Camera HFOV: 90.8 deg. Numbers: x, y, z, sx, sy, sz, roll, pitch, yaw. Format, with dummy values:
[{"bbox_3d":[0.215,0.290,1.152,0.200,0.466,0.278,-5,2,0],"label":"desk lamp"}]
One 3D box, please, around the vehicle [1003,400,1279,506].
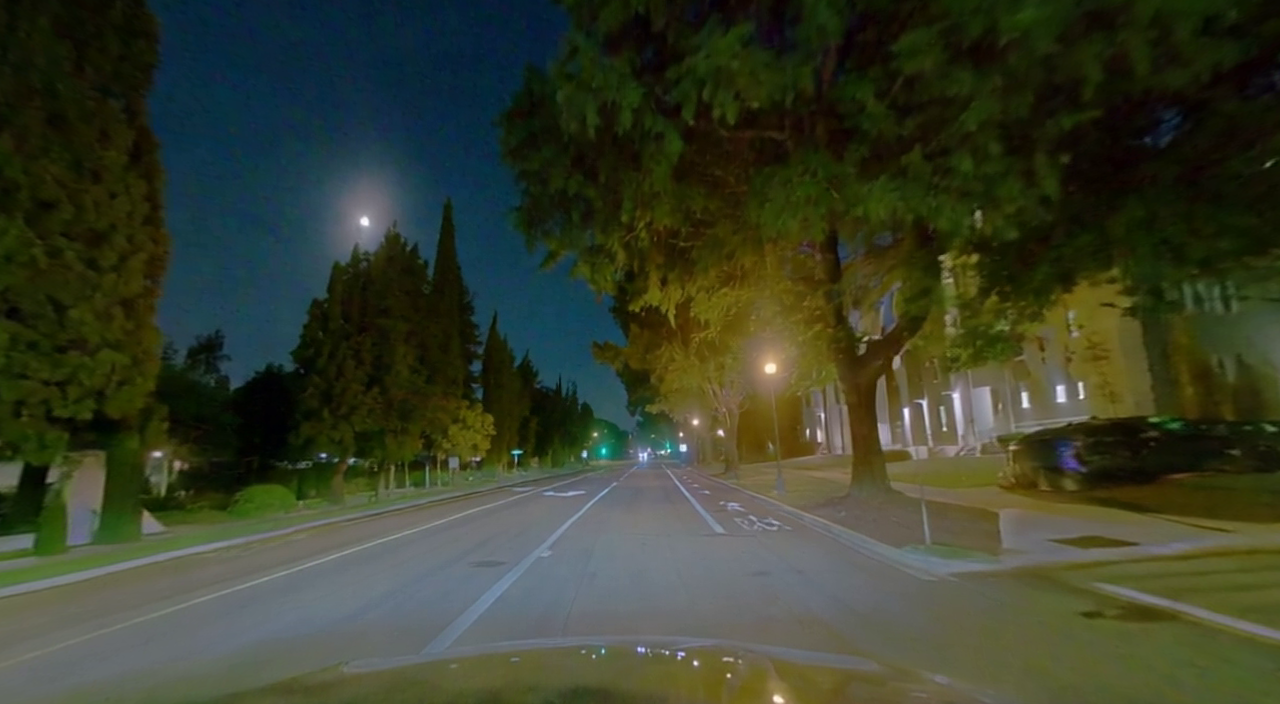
[{"bbox_3d":[10.971,2.158,13.589,2.187,1.786,5.323,3,-9,-16],"label":"vehicle"}]
